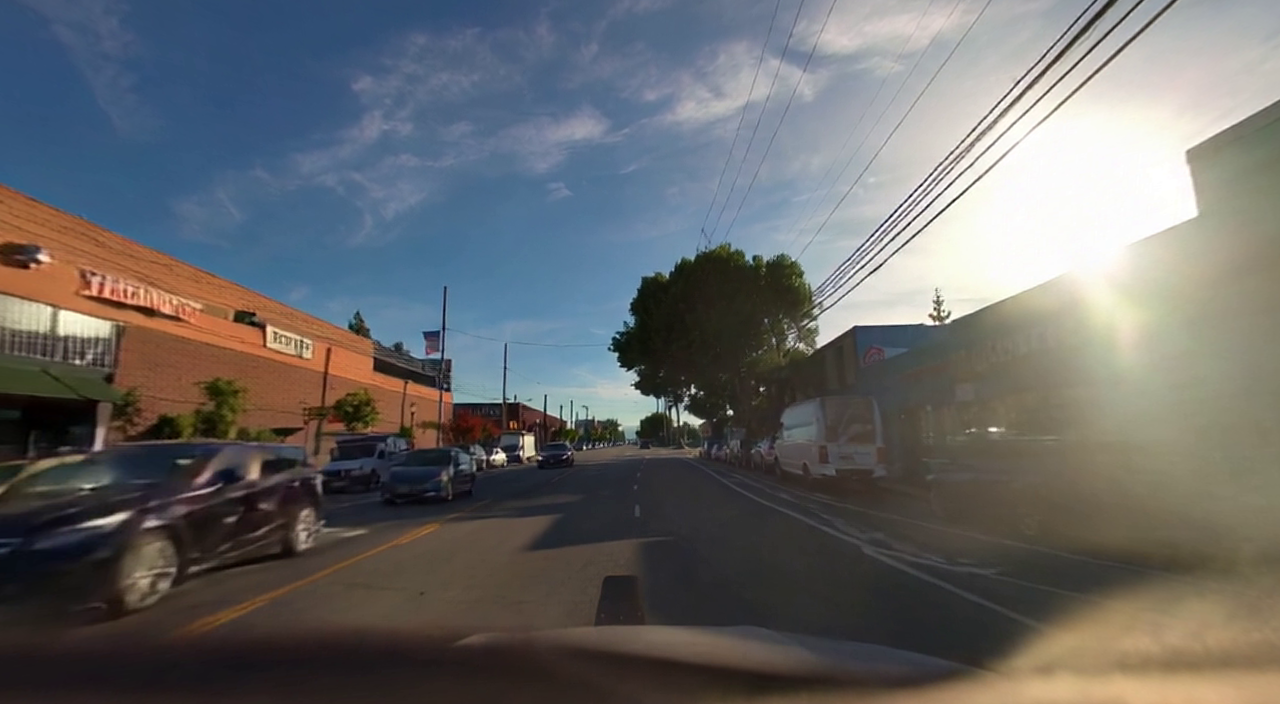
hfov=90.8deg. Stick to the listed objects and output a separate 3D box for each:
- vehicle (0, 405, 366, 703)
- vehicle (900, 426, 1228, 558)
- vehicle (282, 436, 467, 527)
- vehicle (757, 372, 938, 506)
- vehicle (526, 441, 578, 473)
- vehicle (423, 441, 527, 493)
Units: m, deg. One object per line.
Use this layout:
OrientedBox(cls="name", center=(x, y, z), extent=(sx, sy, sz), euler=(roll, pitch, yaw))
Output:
OrientedBox(cls="vehicle", center=(-3.908, 1.252, 4.517), extent=(2.050, 1.505, 4.219), euler=(0, -8, -1))
OrientedBox(cls="vehicle", center=(6.346, 2.090, 10.240), extent=(1.963, 1.646, 4.204), euler=(1, -9, -9))
OrientedBox(cls="vehicle", center=(-5.062, 2.505, 12.849), extent=(1.807, 1.494, 4.464), euler=(0, -8, 0))
OrientedBox(cls="vehicle", center=(5.672, 2.621, 19.010), extent=(2.815, 3.203, 7.558), euler=(0, -8, 0))
OrientedBox(cls="vehicle", center=(-4.354, 5.250, 31.882), extent=(1.925, 1.479, 4.444), euler=(0, -8, 1))
OrientedBox(cls="vehicle", center=(-5.068, 3.581, 20.091), extent=(1.845, 1.469, 4.413), euler=(-1, -8, 4))
